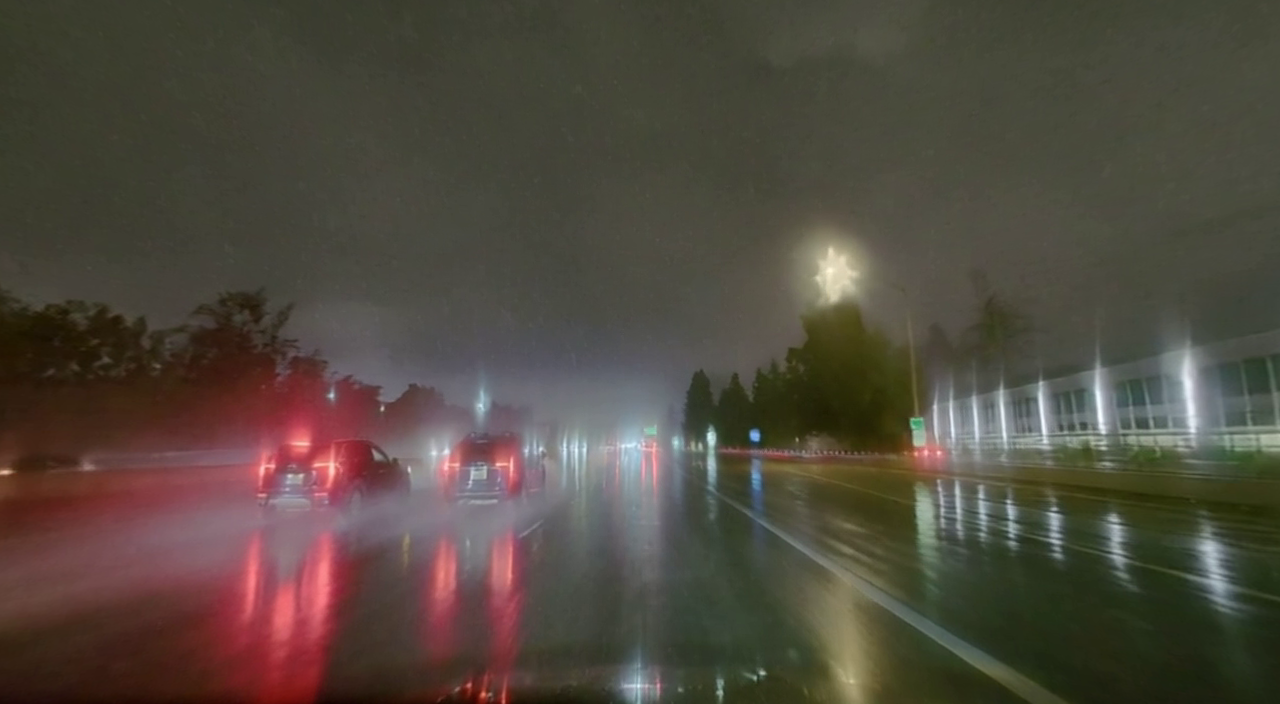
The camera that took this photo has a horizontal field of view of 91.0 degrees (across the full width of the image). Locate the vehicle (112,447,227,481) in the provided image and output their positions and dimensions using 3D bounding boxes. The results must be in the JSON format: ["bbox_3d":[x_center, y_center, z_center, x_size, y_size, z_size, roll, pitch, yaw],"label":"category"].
[{"bbox_3d":[-23.442,5.558,31.664,2.093,1.523,4.701,-1,-9,1],"label":"vehicle"}]

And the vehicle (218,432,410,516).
[{"bbox_3d":[-7.404,2.802,14.994,2.071,1.661,4.540,-1,-9,1],"label":"vehicle"}]

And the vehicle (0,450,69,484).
[{"bbox_3d":[-30.068,5.438,29.802,1.863,1.513,4.404,-1,-9,1],"label":"vehicle"}]

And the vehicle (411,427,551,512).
[{"bbox_3d":[-3.627,2.768,15.315,2.158,1.717,4.375,-1,-9,1],"label":"vehicle"}]
